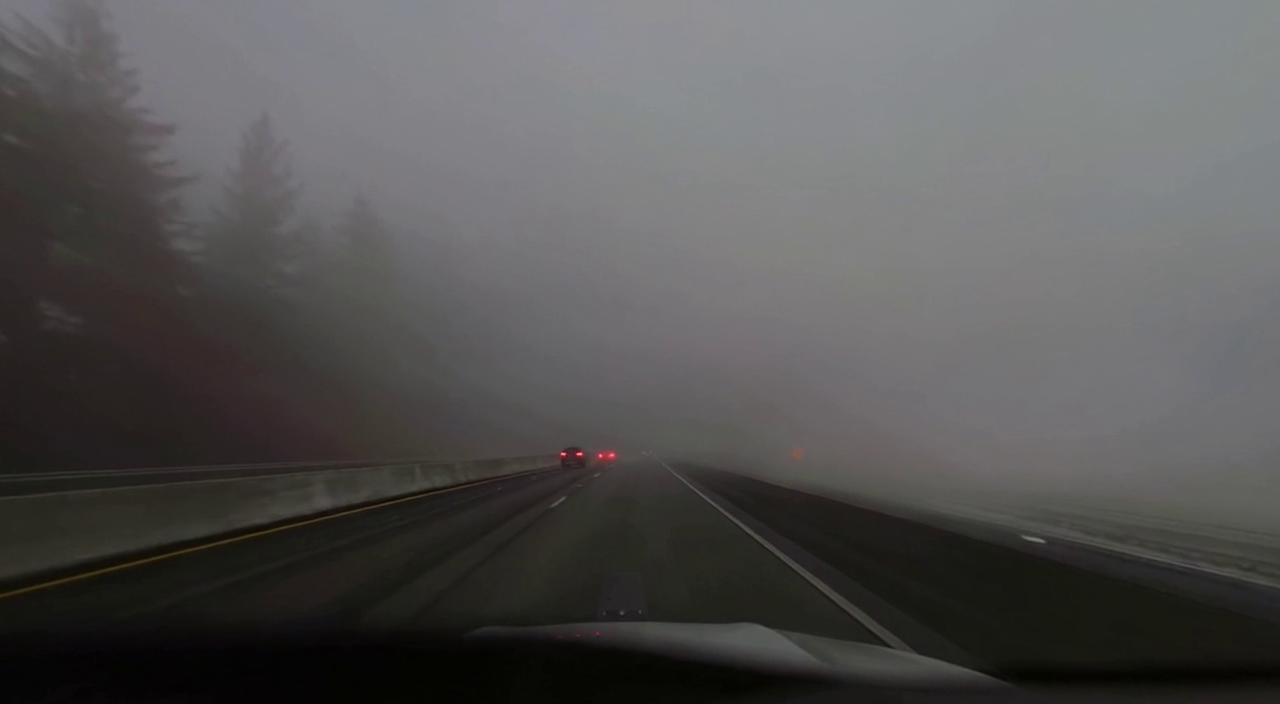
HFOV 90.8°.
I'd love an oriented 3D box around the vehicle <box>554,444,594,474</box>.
[{"bbox_3d":[-3.814,6.230,36.923,1.846,1.600,4.108,0,-9,1],"label":"vehicle"}]
